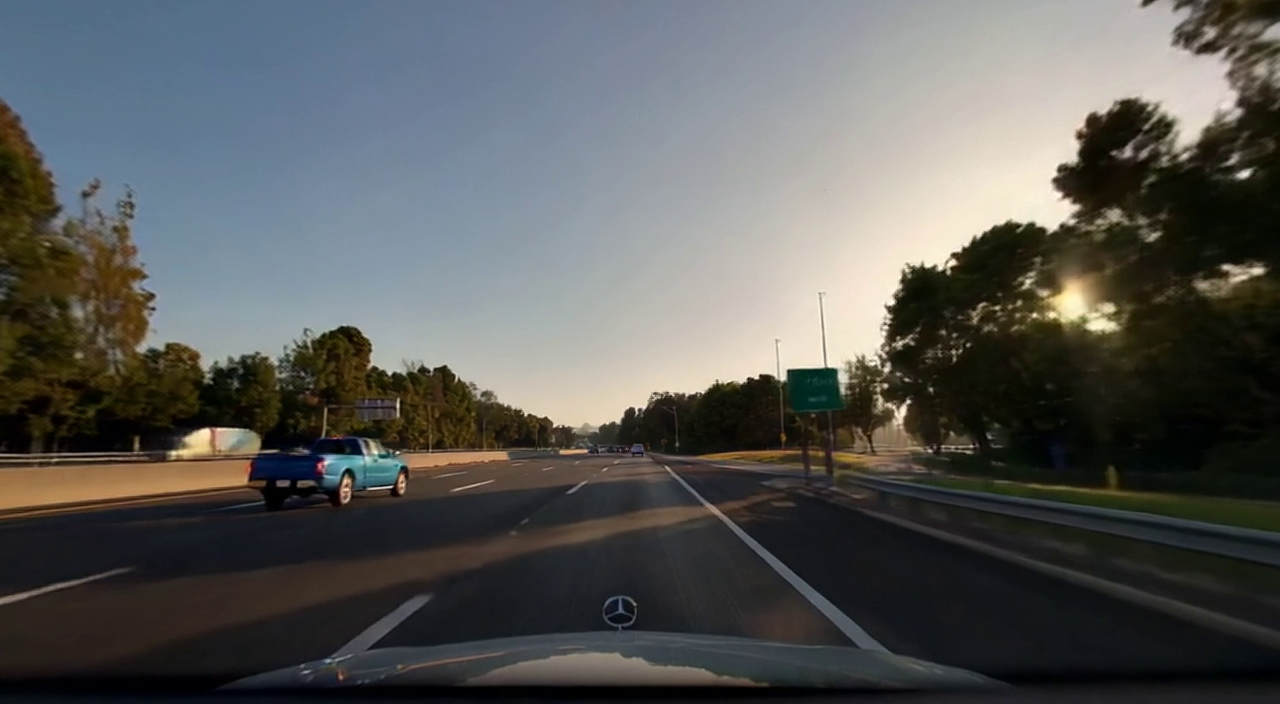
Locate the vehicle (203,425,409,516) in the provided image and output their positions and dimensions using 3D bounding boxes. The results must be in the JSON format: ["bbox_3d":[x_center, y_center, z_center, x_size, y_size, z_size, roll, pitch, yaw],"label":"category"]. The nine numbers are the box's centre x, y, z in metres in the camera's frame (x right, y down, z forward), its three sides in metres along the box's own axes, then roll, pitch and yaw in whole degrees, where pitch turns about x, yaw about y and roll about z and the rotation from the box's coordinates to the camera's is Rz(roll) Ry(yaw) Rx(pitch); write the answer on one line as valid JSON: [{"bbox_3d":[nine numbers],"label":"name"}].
[{"bbox_3d":[-7.572,2.729,15.064,2.231,1.807,4.758,0,-8,1],"label":"vehicle"}]
